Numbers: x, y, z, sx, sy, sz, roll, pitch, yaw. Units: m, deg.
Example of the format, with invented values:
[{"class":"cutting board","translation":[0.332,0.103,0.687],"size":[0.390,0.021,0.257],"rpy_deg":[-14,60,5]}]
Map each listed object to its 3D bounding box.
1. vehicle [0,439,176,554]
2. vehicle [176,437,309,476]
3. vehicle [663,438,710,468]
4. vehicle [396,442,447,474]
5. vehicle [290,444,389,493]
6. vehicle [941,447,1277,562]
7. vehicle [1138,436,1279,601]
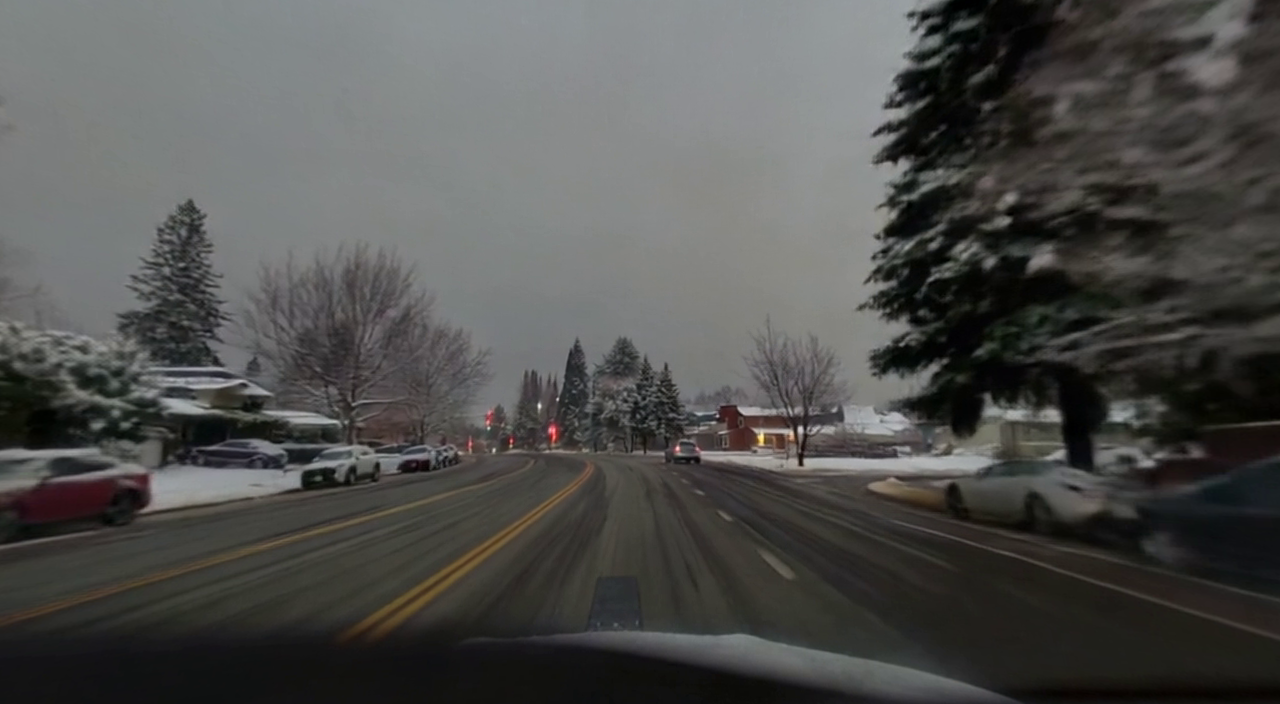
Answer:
[{"class":"vehicle","translation":[-11.437,2.575,11.749],"size":[2.049,1.848,4.693],"rpy_deg":[0,-8,-1]},{"class":"vehicle","translation":[-19.757,5.198,31.657],"size":[5.061,1.840,2.236],"rpy_deg":[1,-9,-9]},{"class":"vehicle","translation":[2.563,5.736,36.085],"size":[1.951,1.620,4.582],"rpy_deg":[1,-8,-5]},{"class":"vehicle","translation":[-13.486,6.540,39.282],"size":[2.146,1.806,4.733],"rpy_deg":[1,-9,-9]},{"class":"vehicle","translation":[-12.160,4.706,25.973],"size":[2.032,1.773,4.471],"rpy_deg":[0,-8,-3]},{"class":"vehicle","translation":[7.534,2.440,11.068],"size":[1.966,1.502,5.020],"rpy_deg":[0,-8,-1]},{"class":"vehicle","translation":[7.416,1.536,5.420],"size":[1.900,1.634,5.232],"rpy_deg":[0,-8,-2]}]
